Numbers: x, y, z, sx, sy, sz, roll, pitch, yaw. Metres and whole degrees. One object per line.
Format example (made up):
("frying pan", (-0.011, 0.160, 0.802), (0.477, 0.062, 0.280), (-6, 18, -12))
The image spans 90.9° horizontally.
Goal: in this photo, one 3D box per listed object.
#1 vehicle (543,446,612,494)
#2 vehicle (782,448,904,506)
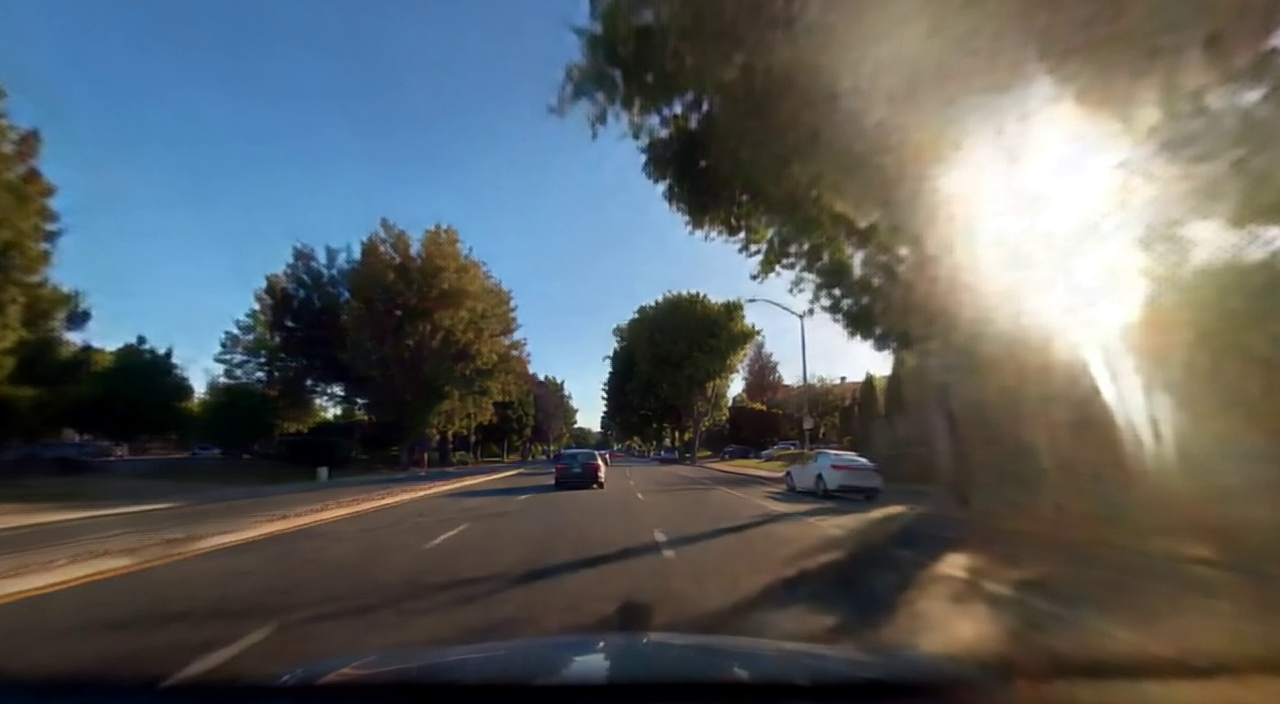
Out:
("vehicle", (-2.051, 3.987, 21.770), (2.099, 1.470, 4.302), (0, -8, -2))
("vehicle", (6.062, 3.766, 19.531), (2.164, 1.511, 4.571), (0, -8, -1))
